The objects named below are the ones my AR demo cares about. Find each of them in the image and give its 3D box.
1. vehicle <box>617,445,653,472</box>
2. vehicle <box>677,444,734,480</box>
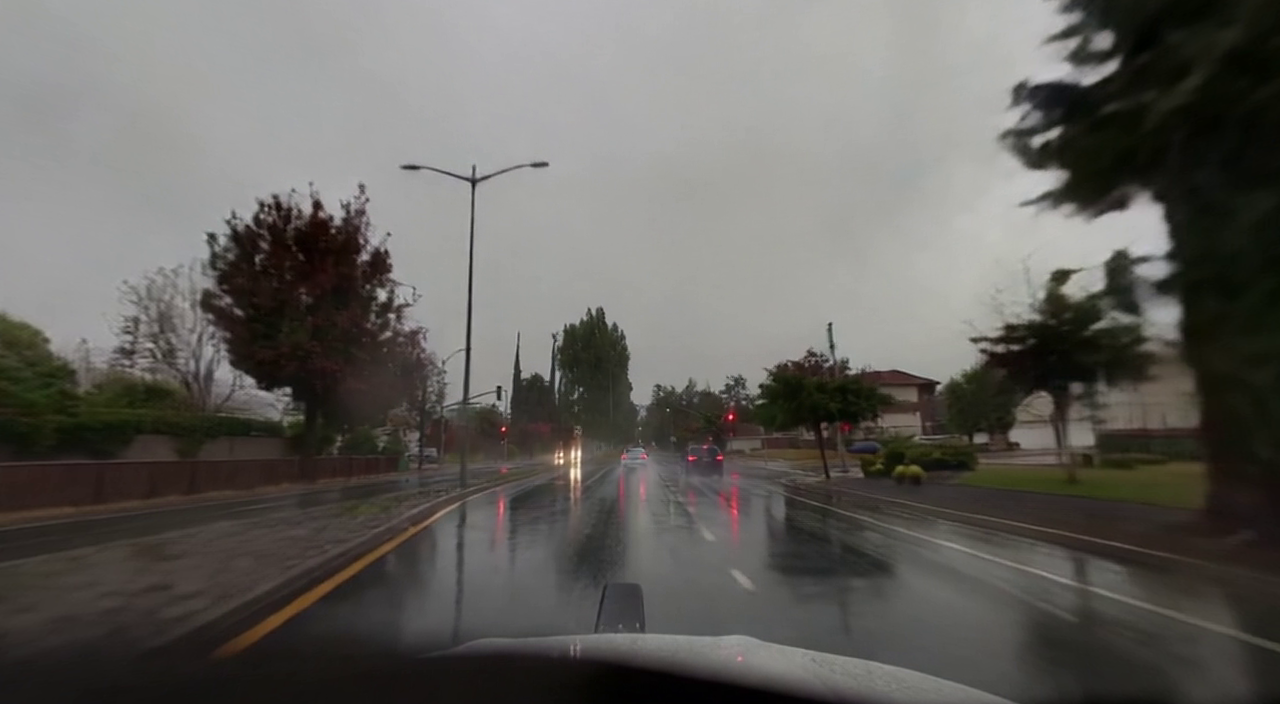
[{"bbox_3d":[-0.273,6.266,37.429,2.018,1.511,3.993,0,-8,0],"label":"vehicle"},{"bbox_3d":[2.867,4.950,28.700,2.057,1.496,4.401,0,-8,-1],"label":"vehicle"}]
